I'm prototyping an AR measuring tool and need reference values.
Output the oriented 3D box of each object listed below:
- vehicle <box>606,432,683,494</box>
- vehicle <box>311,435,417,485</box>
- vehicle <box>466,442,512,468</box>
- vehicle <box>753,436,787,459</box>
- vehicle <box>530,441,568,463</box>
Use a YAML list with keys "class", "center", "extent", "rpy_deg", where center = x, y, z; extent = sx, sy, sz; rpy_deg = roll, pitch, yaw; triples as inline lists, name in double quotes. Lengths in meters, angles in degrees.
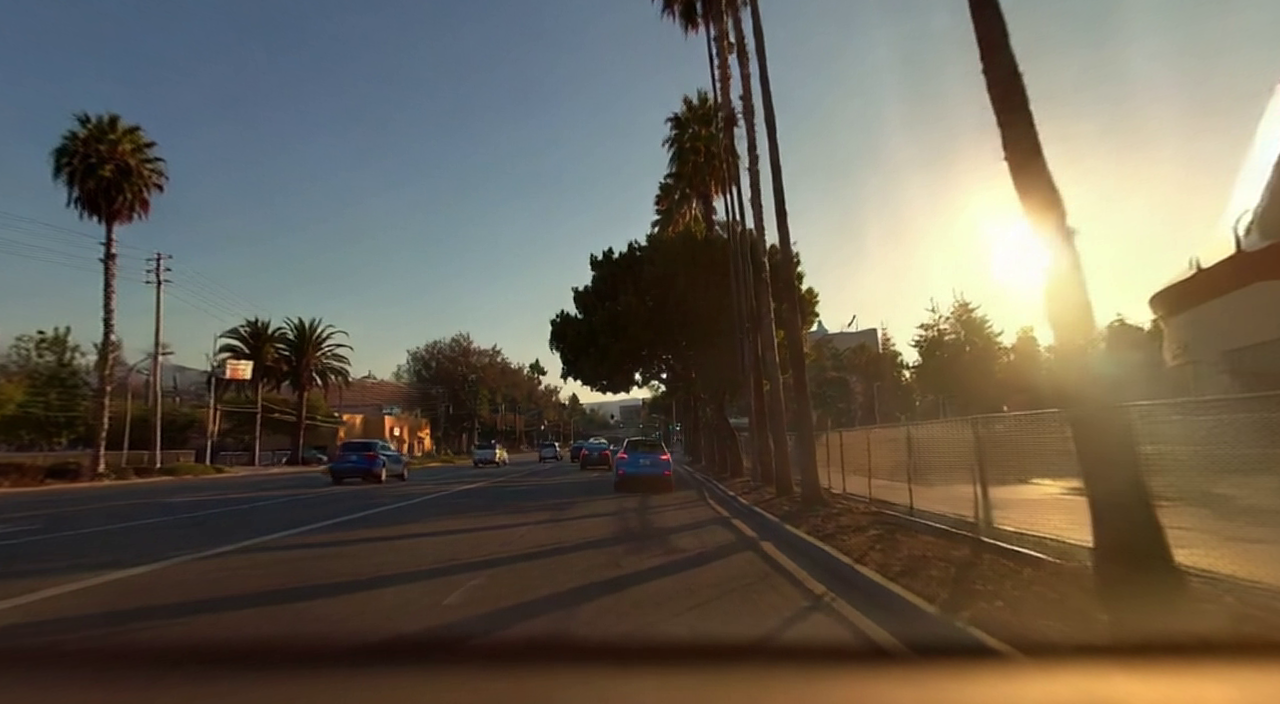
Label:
- class: "vehicle"
  center: [0.181, 3.369, 19.400]
  extent: [2.121, 1.710, 3.893]
  rpy_deg: [0, -8, 2]
- class: "vehicle"
  center: [-10.405, 4.094, 24.069]
  extent: [1.965, 1.743, 4.327]
  rpy_deg: [0, -9, 1]
- class: "vehicle"
  center: [-10.476, 7.172, 43.929]
  extent: [1.998, 1.731, 4.952]
  rpy_deg: [0, -8, 0]
- class: "vehicle"
  center: [8.508, 6.215, 40.775]
  extent: [1.837, 1.416, 3.947]
  rpy_deg: [-2, -9, 15]
- class: "vehicle"
  center: [-6.862, 7.598, 47.860]
  extent: [2.099, 1.608, 4.420]
  rpy_deg: [0, -8, 1]
